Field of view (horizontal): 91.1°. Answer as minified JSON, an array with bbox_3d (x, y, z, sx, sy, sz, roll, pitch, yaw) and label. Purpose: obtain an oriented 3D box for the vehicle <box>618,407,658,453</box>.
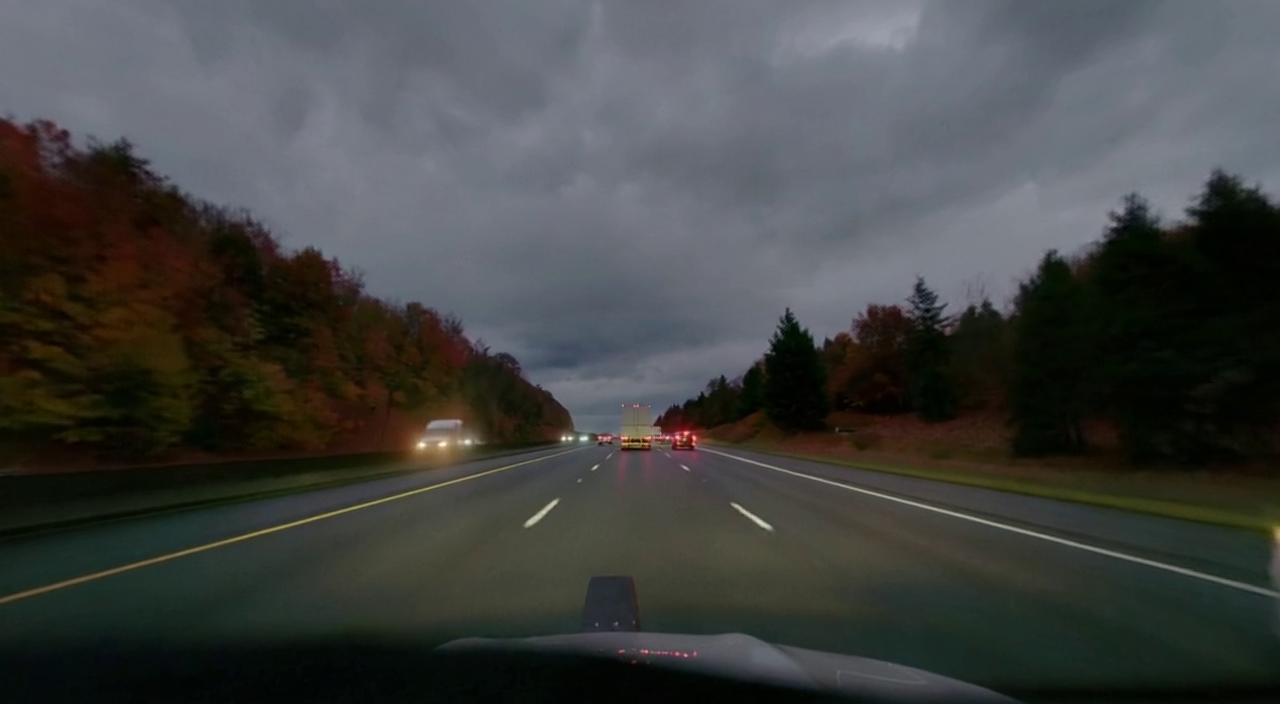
[{"bbox_3d":[-0.224,5.573,44.549,2.631,2.957,6.512,0,-8,-2],"label":"vehicle"}]
